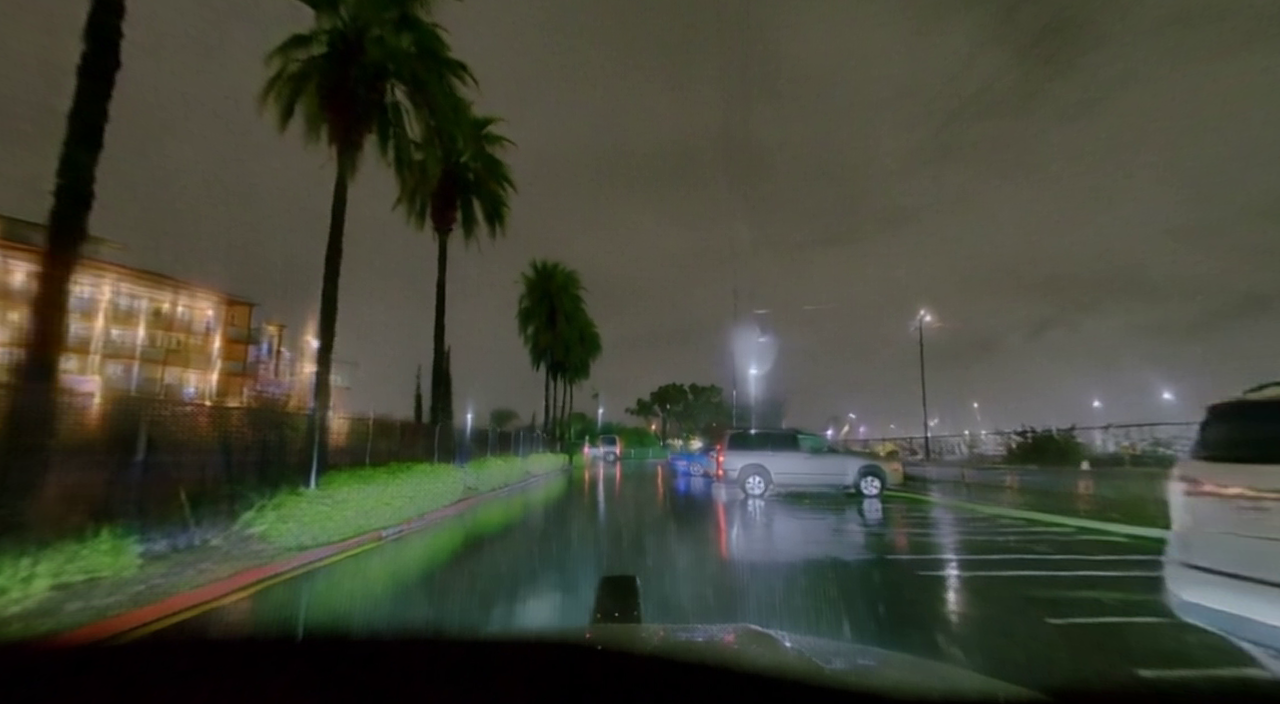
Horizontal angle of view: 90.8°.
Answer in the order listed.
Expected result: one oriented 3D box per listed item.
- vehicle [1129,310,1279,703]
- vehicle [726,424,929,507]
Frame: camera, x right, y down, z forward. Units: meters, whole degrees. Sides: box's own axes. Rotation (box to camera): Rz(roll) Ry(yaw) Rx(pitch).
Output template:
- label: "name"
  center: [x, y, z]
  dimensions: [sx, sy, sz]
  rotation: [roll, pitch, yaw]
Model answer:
- label: "vehicle"
  center: [5.351, 0.803, 2.745]
  dimensions: [4.691, 1.877, 1.959]
  rotation: [2, -9, 4]
- label: "vehicle"
  center: [4.660, 2.892, 16.205]
  dimensions: [4.609, 1.734, 1.909]
  rotation: [3, -9, 0]
